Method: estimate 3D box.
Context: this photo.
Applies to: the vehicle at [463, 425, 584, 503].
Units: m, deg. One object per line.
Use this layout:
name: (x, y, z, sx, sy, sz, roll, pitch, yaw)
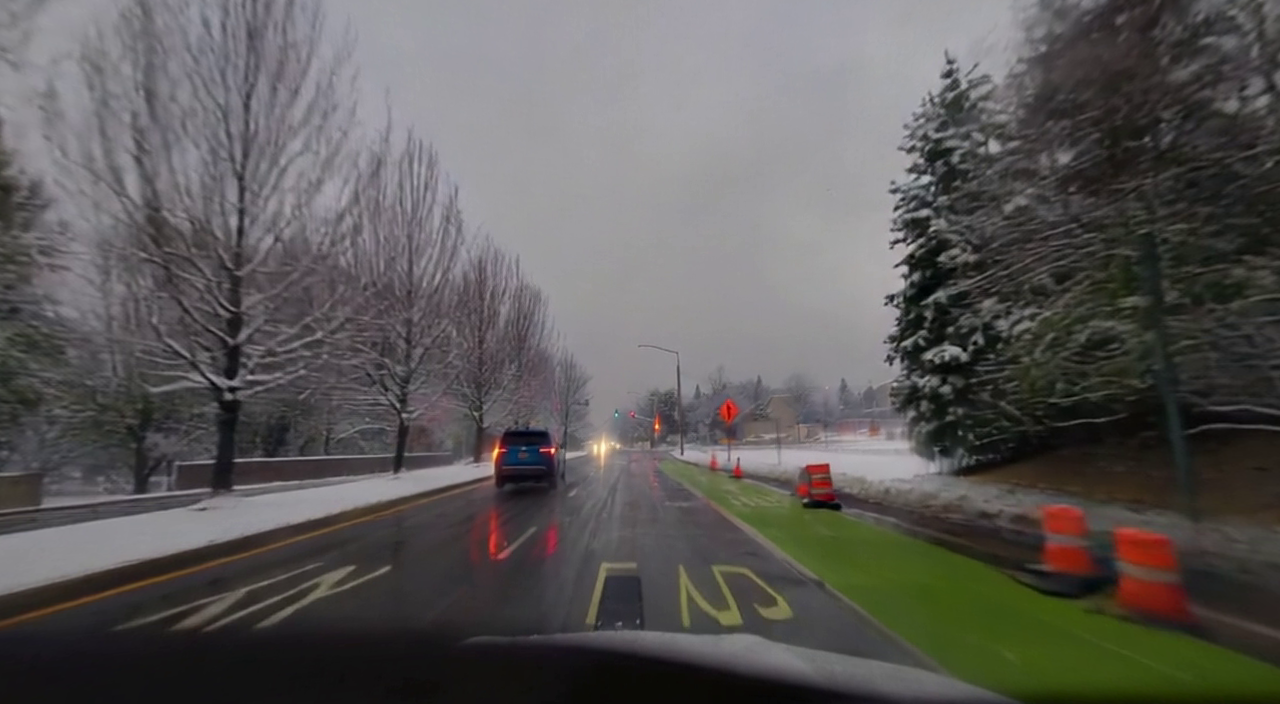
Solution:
vehicle: (-2.940, 2.973, 17.127, 2.339, 1.790, 4.629, 0, -9, 1)
